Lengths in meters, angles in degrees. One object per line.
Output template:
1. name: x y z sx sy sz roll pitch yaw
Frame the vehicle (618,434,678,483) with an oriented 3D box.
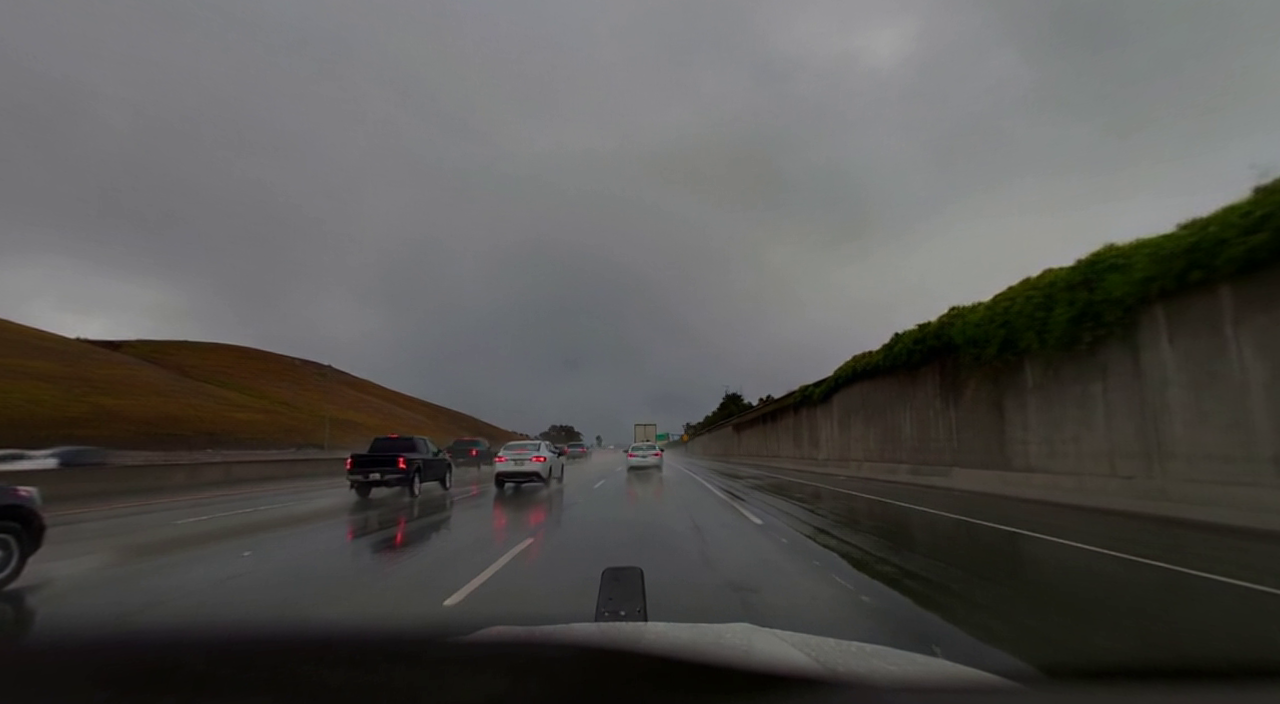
1. vehicle: 0.286 4.312 25.824 2.233 1.804 4.273 0 -9 0

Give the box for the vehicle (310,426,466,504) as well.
1. vehicle: -6.808 3.111 17.839 2.108 1.856 5.214 0 -9 2

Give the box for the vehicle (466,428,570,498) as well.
1. vehicle: -3.423 3.236 18.742 2.093 1.820 4.506 0 -9 1
